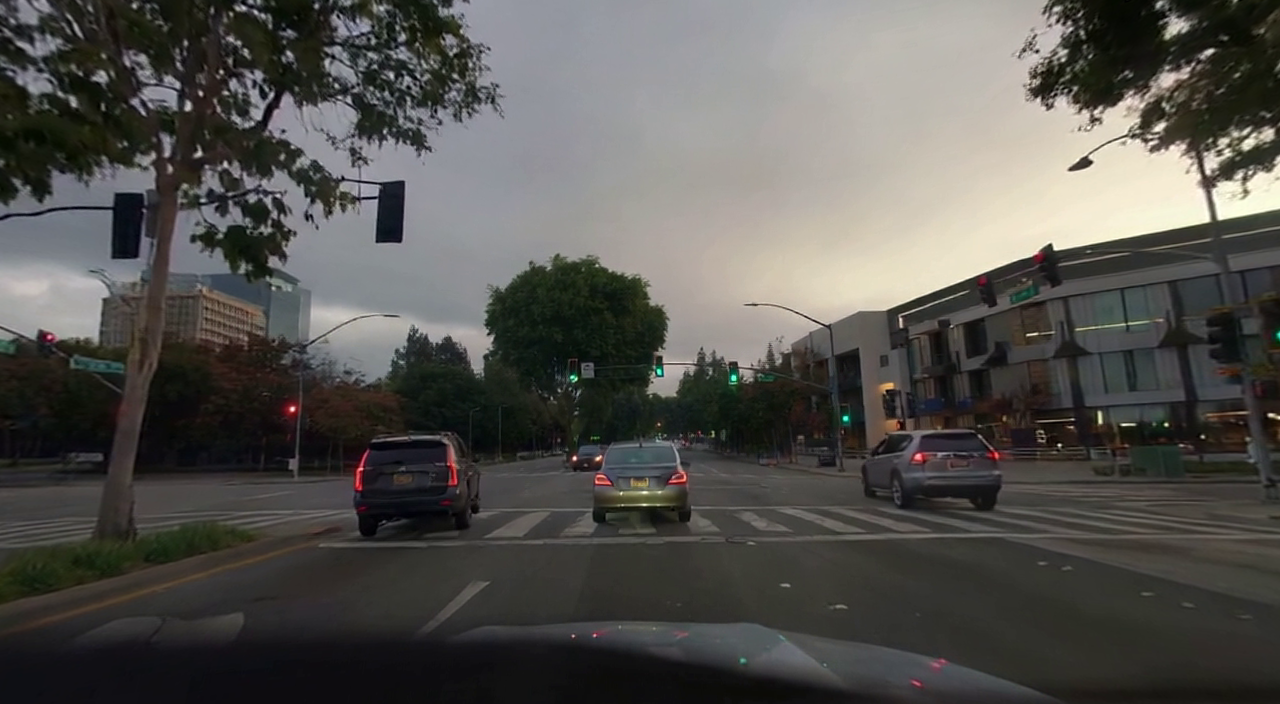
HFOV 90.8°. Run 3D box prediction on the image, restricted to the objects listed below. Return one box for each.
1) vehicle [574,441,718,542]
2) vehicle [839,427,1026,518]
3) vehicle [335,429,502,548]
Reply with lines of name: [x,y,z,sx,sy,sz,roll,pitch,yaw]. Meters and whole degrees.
vehicle: [0.080,2.428,11.655,2.190,1.522,3.850,0,-8,0]
vehicle: [6.825,2.868,15.629,2.079,1.828,5.323,0,-8,0]
vehicle: [-3.762,2.342,11.634,2.081,1.719,4.434,1,-9,-9]
